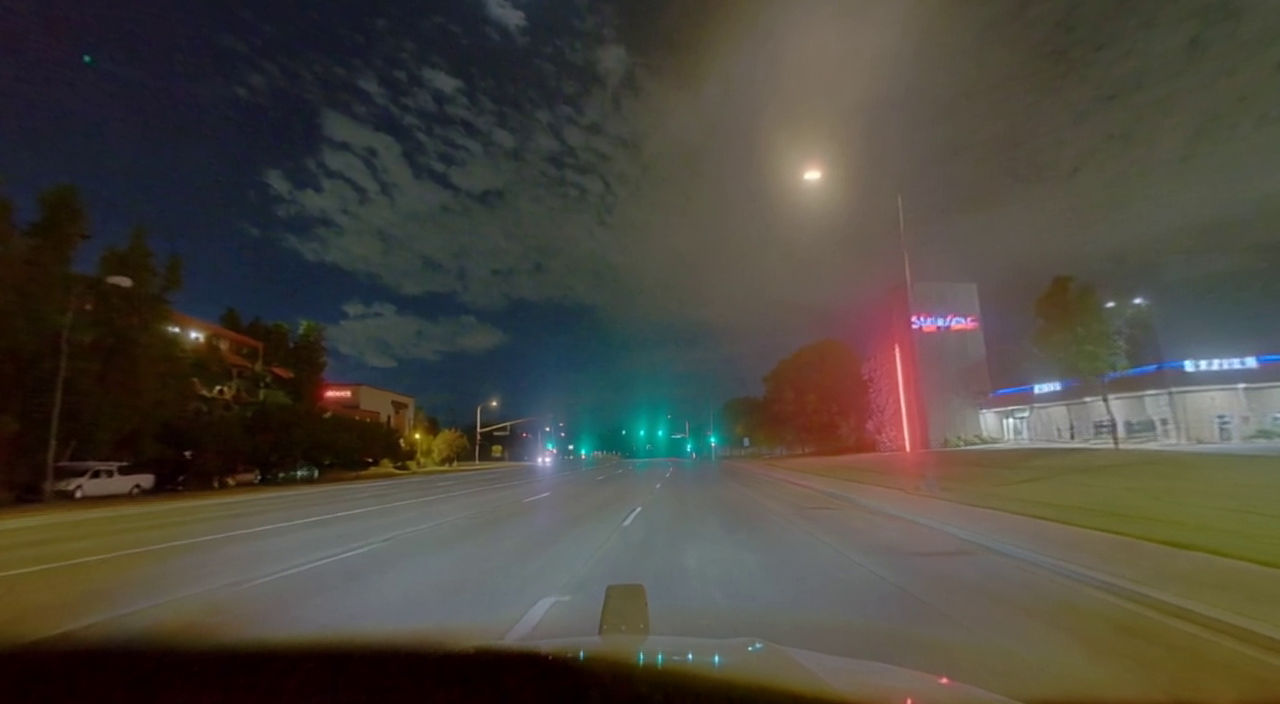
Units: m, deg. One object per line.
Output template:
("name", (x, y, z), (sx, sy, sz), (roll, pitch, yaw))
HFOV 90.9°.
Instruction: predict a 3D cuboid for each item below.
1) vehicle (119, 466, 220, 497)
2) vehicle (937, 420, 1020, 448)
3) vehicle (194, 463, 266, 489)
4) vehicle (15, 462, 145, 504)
("vehicle", (-24.583, 6.755, 33.138), (1.827, 1.370, 4.191), (-1, -9, 6))
("vehicle", (18.057, 4.412, 33.730), (3.464, 1.409, 1.598), (0, -9, 4))
("vehicle", (-30.056, 9.087, 46.365), (1.851, 1.682, 4.631), (0, -9, 5))
("vehicle", (-28.087, 6.545, 31.870), (2.009, 1.798, 4.673), (0, -9, 4))
